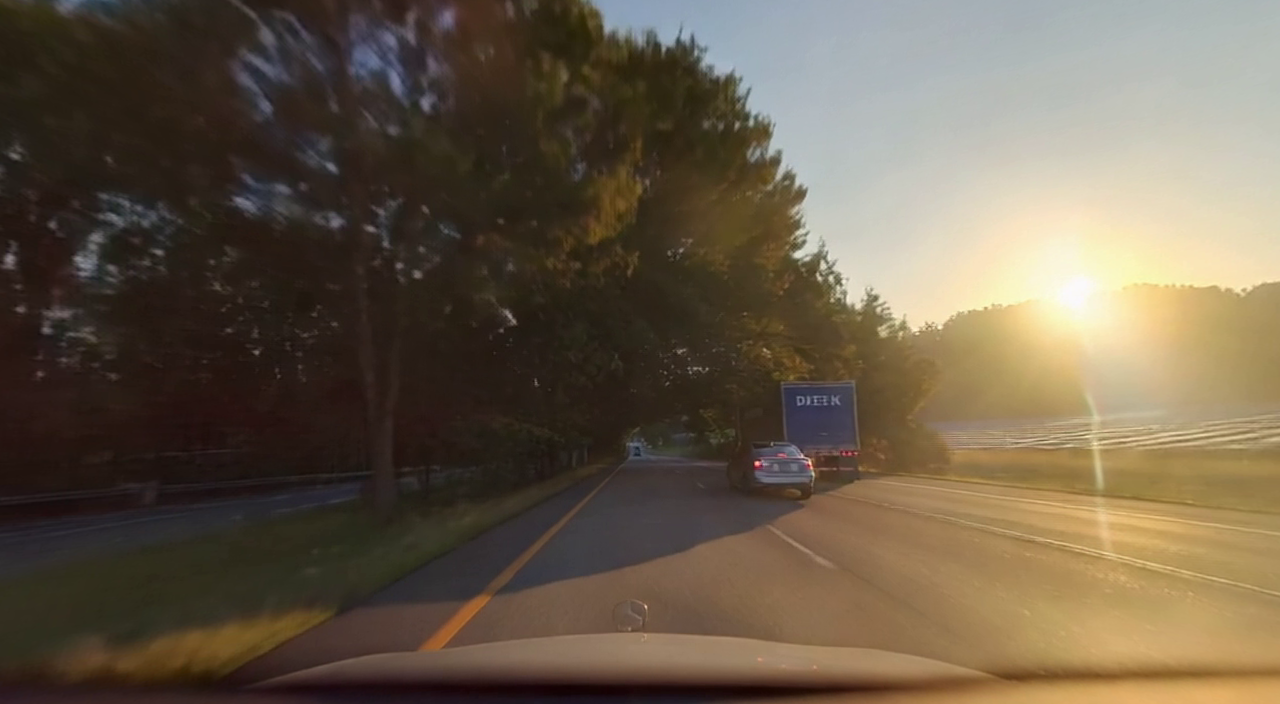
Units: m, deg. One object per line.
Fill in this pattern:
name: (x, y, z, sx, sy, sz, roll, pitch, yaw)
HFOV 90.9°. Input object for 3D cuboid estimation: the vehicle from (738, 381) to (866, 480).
vehicle: (7.994, 4.426, 34.000, 3.088, 4.217, 14.033, 0, -9, 0)

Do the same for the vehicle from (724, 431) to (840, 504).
vehicle: (3.711, 3.113, 17.333, 2.093, 1.742, 4.167, 0, -9, -1)
